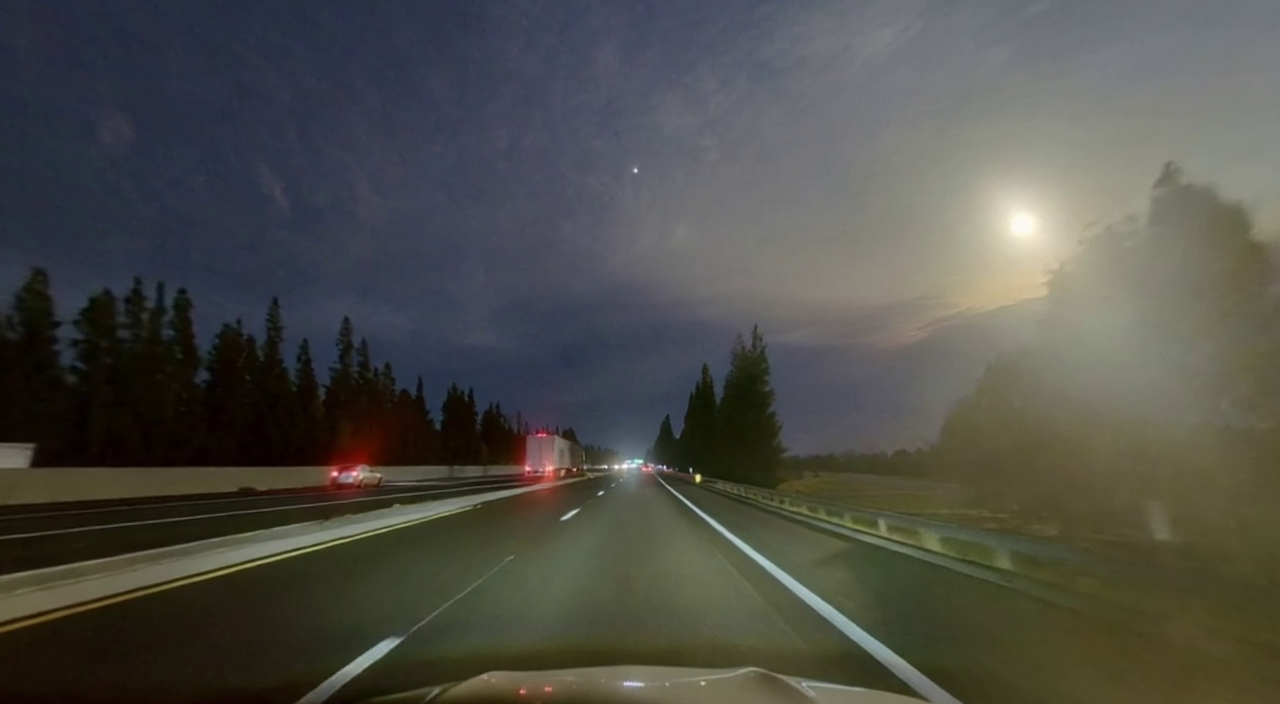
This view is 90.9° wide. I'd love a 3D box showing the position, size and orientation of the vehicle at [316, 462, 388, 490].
[{"bbox_3d":[-15.712,6.795,34.651,1.745,1.430,4.252,0,-10,3],"label":"vehicle"}]
